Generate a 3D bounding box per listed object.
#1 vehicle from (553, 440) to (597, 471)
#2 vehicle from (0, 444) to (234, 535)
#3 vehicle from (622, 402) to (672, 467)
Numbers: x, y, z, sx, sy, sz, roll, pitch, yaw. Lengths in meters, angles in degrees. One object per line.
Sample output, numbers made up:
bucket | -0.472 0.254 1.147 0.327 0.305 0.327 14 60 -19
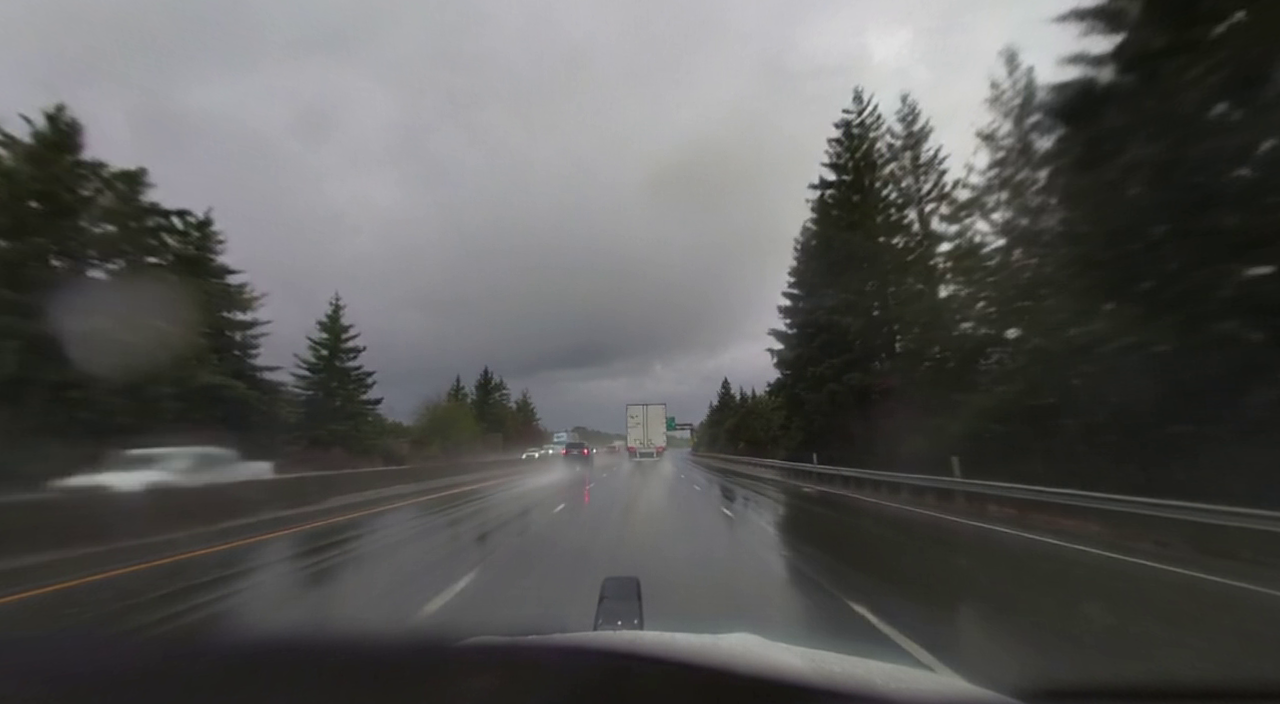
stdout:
vehicle | -3.657 5.922 35.924 2.112 1.645 4.129 0 -9 0
vehicle | -10.402 2.611 12.506 1.845 1.488 4.104 0 -9 0
vehicle | 0.390 6.026 44.864 3.100 4.091 10.664 0 -9 0
